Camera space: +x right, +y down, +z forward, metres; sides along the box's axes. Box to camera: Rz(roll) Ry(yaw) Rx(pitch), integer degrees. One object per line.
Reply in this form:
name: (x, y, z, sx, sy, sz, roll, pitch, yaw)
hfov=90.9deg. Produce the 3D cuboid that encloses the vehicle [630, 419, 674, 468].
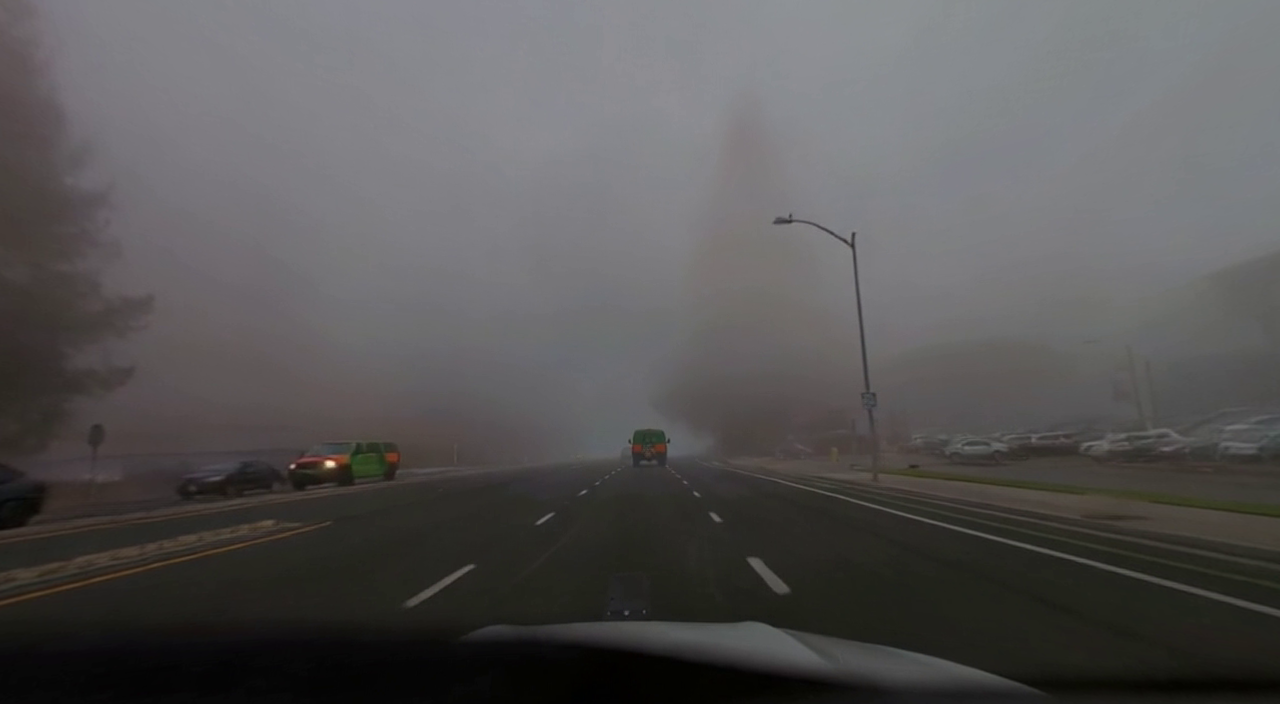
vehicle: (0.774, 6.702, 46.000, 2.843, 3.120, 10.422, 0, -9, 0)

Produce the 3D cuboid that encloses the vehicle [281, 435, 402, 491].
vehicle: (-11.414, 4.266, 24.592, 2.155, 1.941, 4.977, 0, -9, 2)

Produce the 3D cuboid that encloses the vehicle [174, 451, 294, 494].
vehicle: (-19.102, 5.651, 30.005, 2.165, 1.795, 5.003, 0, -9, 3)
